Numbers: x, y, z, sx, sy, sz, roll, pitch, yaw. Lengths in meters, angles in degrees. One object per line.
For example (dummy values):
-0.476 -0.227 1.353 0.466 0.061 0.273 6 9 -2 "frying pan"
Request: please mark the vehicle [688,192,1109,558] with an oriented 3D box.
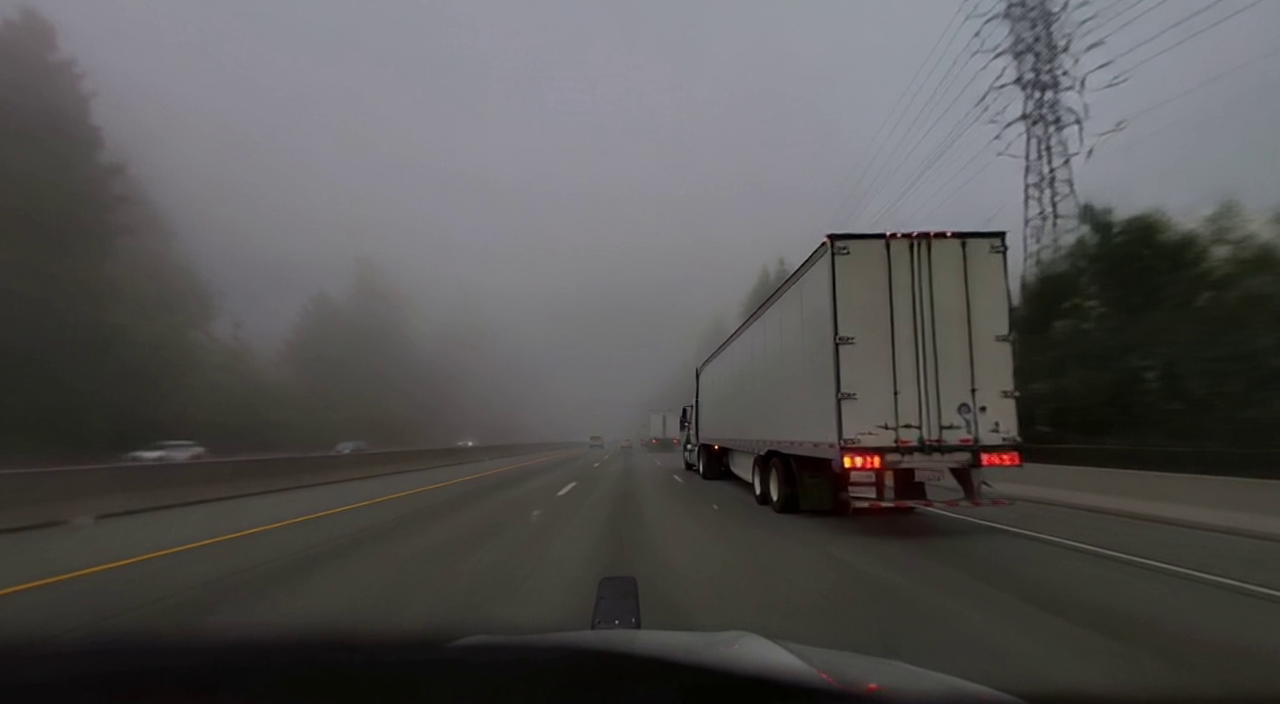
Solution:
3.341 1.143 14.048 2.905 4.080 14.157 0 -8 -2 "vehicle"
